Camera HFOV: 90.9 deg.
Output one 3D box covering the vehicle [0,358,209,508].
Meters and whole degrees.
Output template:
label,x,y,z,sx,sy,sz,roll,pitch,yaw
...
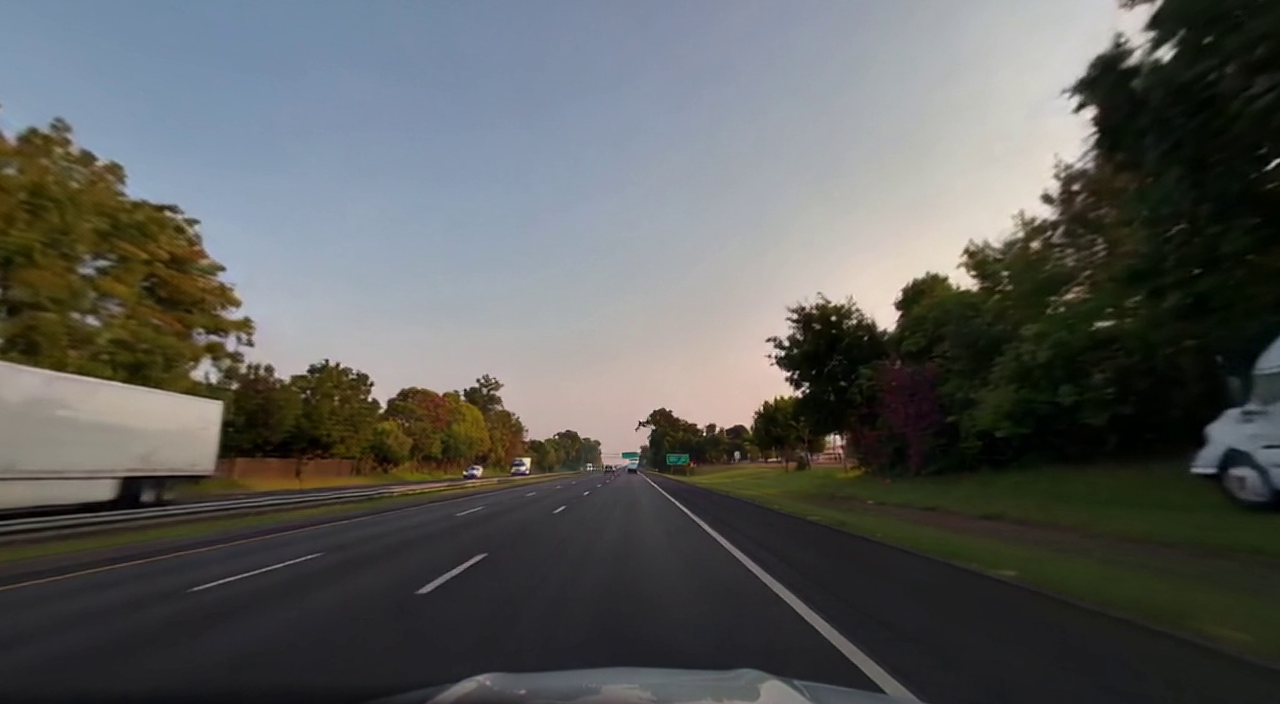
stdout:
label,x,y,z,sx,sy,sz,roll,pitch,yaw
vehicle,-18.110,2.301,17.548,2.803,3.838,13.453,1,-10,-1
